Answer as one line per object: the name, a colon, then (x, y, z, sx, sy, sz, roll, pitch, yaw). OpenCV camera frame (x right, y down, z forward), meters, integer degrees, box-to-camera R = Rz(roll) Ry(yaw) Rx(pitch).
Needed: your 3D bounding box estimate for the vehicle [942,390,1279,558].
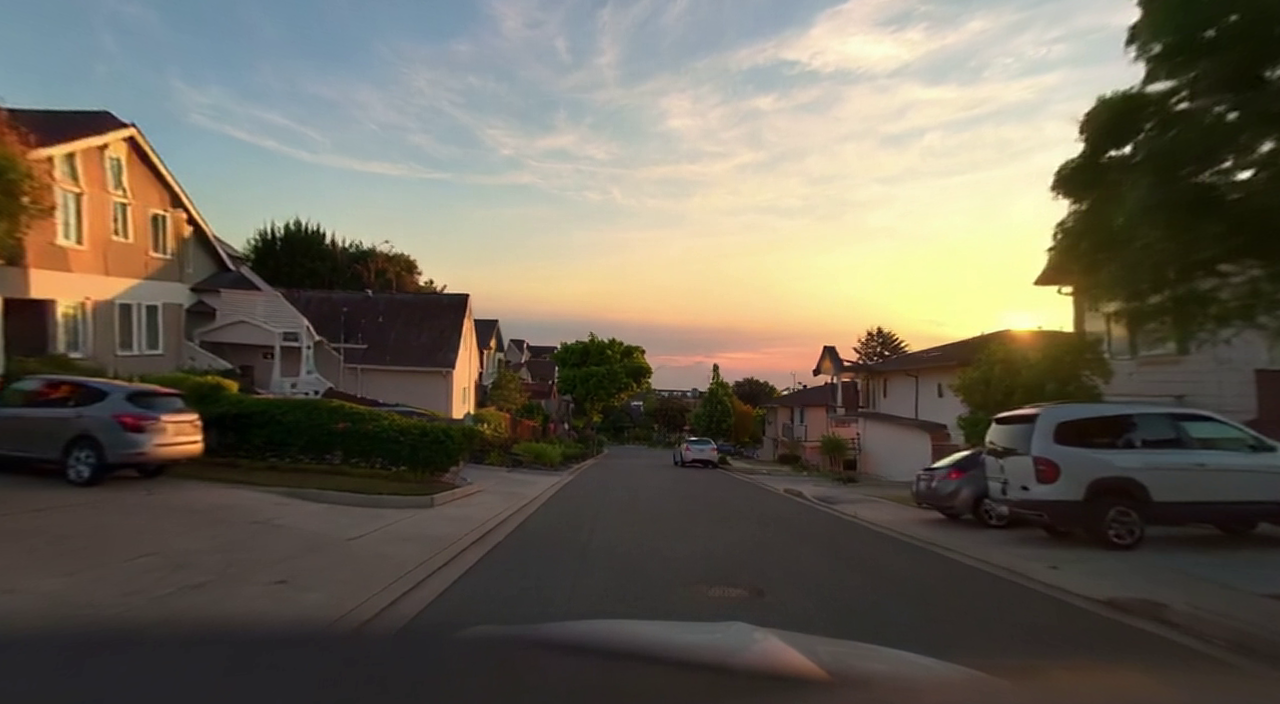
vehicle: (8.245, 1.838, 10.002, 5.739, 2.299, 2.216, 0, -8, -3)

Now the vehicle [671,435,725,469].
vehicle: (2.661, 4.675, 29.787, 1.955, 1.498, 4.046, 0, -8, -3)
